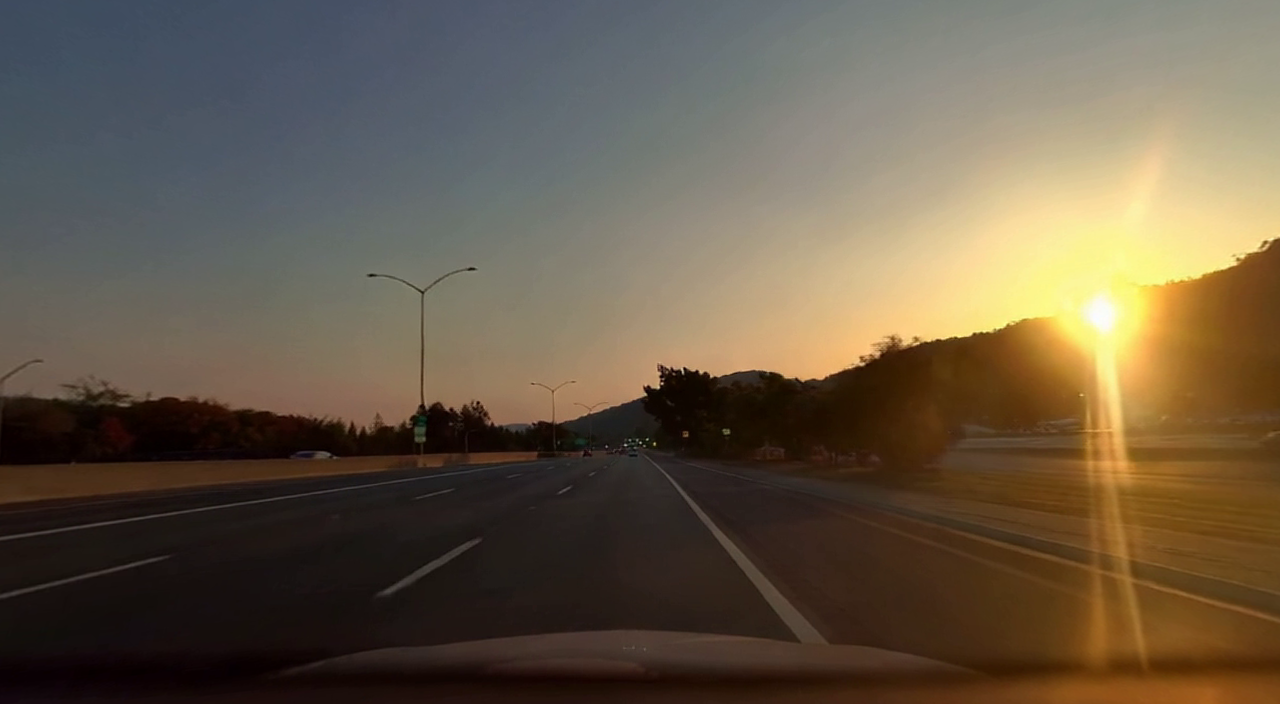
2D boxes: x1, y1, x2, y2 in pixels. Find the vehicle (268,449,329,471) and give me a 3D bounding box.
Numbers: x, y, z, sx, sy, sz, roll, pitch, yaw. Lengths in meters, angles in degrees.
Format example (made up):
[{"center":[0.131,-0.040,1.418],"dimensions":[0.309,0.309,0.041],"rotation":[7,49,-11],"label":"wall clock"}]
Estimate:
[{"center":[-26.327,8.345,48.888],"dimensions":[1.923,1.563,4.762],"rotation":[0,-9,1],"label":"vehicle"}]
